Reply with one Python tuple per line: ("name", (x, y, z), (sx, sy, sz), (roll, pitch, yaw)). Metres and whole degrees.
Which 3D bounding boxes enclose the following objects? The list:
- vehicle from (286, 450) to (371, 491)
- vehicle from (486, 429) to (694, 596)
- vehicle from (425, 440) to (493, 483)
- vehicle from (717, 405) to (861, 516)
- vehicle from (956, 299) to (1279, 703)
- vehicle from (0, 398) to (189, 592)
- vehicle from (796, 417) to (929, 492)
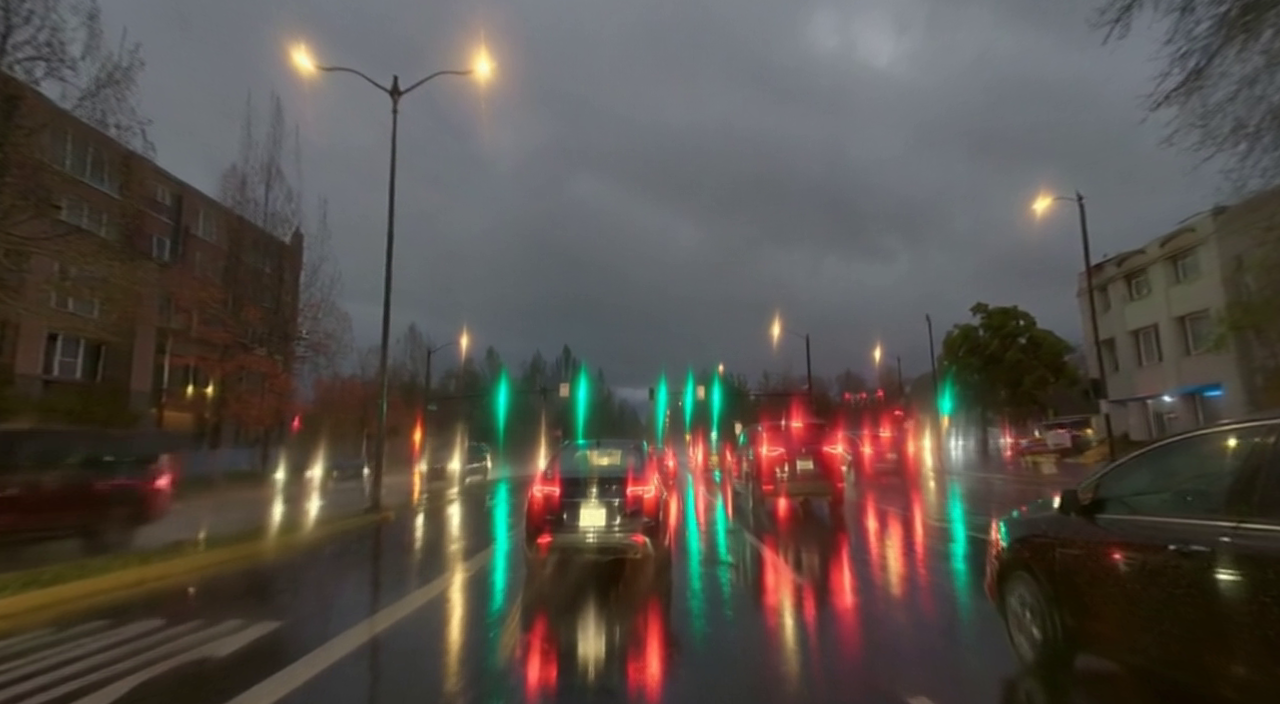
("vehicle", (-16.093, 6.100, 32.735), (2.010, 1.964, 4.541), (0, -8, 1))
("vehicle", (-0.475, 1.932, 8.468), (2.111, 1.676, 4.018), (0, -8, 1))
("vehicle", (-9.057, 5.477, 31.781), (1.979, 1.987, 4.542), (0, -8, 1))
("vehicle", (3.734, 2.886, 17.145), (2.516, 2.481, 5.766), (0, -8, 0))
("vehicle", (3.211, 0.805, 2.155), (1.982, 1.960, 4.427), (0, -8, 1))
("vehicle", (-8.958, 1.644, 7.125), (2.815, 2.263, 6.416), (0, -8, 1))
("vehicle", (7.366, 3.487, 21.591), (2.627, 2.252, 5.236), (0, -8, 0))
